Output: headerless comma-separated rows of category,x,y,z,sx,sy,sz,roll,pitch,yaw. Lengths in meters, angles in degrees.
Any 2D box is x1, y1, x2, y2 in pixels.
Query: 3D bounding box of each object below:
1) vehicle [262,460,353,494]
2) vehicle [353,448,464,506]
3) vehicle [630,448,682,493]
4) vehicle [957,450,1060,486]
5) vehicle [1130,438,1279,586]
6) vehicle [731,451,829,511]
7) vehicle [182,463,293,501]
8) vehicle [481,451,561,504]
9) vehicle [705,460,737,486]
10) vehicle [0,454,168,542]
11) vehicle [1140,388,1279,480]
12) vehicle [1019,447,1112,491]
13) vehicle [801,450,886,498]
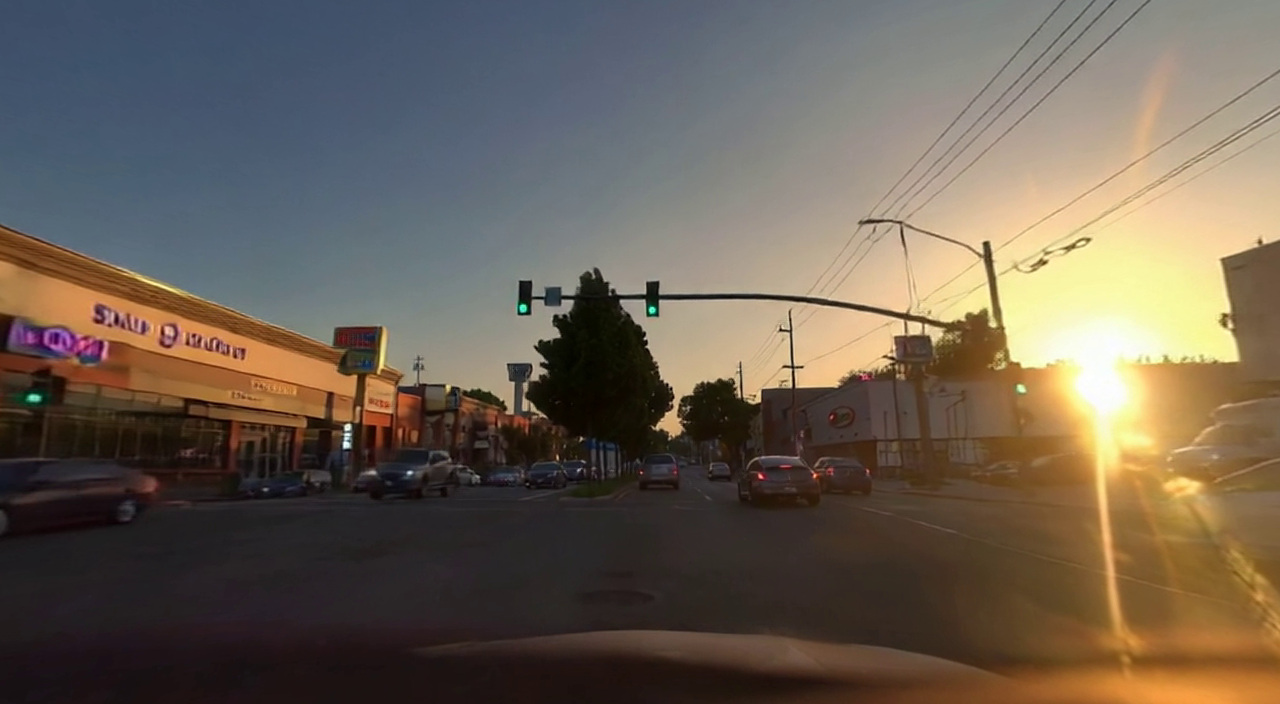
vehicle,-18.142,6.825,34.738,2.173,1.695,4.938,0,-9,2
vehicle,-8.083,4.355,22.572,2.065,1.805,4.668,0,-8,2
vehicle,0.771,5.396,29.155,2.210,1.861,4.280,-1,-8,3
vehicle,16.663,5.177,28.412,4.964,1.453,2.184,7,-11,-37
vehicle,7.361,1.541,5.887,1.911,1.466,4.572,0,-8,0
vehicle,3.972,3.710,18.738,1.963,1.484,4.609,0,-8,1
vehicle,-18.520,5.984,29.334,2.125,1.484,4.832,-1,-9,-3
vehicle,-4.399,4.678,24.044,2.041,1.494,4.647,-3,-6,1
vehicle,5.979,8.948,46.986,2.036,1.719,4.318,0,-8,2
vehicle,-11.938,2.753,12.289,1.871,1.453,4.575,0,-8,1
vehicle,18.113,2.629,20.141,2.521,2.491,5.455,-7,-9,32
vehicle,16.497,4.439,24.349,4.373,1.399,2.052,7,-10,-44
vehicle,8.175,4.887,25.768,2.040,1.738,4.414,0,-8,1
